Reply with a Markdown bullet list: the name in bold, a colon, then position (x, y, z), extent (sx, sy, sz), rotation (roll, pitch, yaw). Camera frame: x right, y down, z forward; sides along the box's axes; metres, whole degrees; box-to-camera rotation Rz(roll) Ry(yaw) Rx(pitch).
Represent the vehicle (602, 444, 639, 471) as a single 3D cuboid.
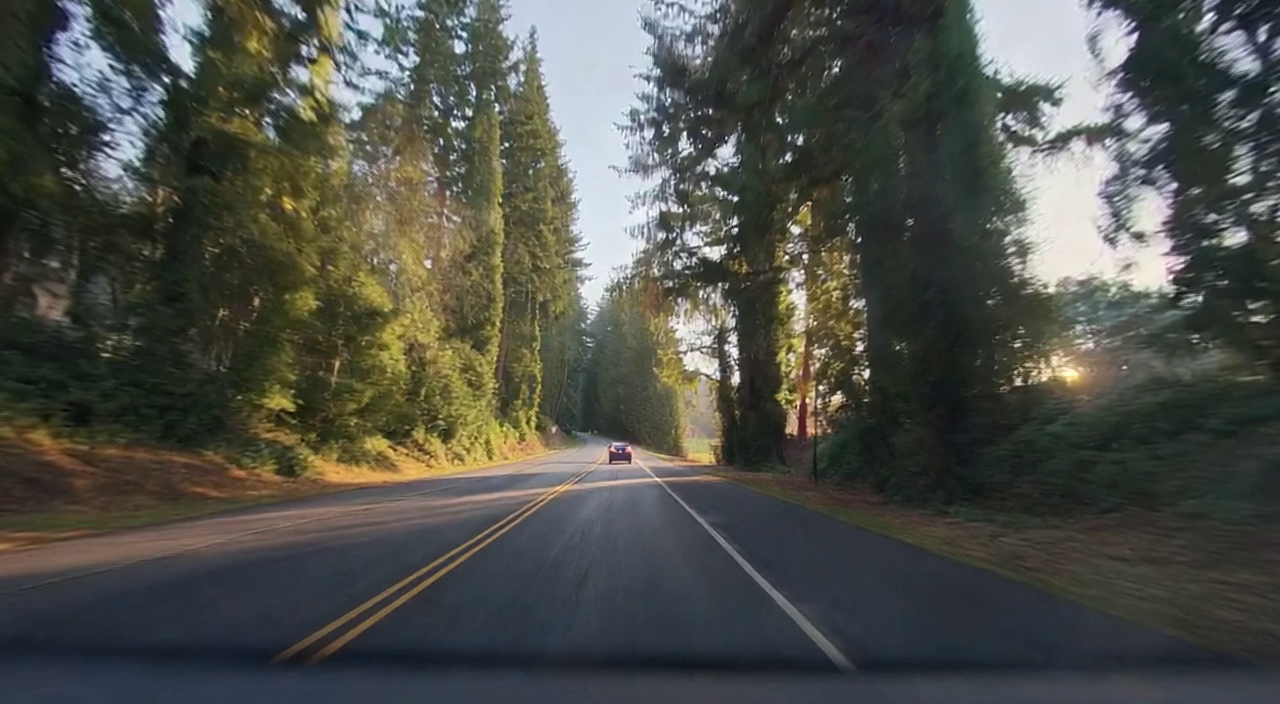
- **vehicle**: position (-1.180, 6.256, 37.693), extent (2.042, 1.489, 3.963), rotation (0, -9, -2)
